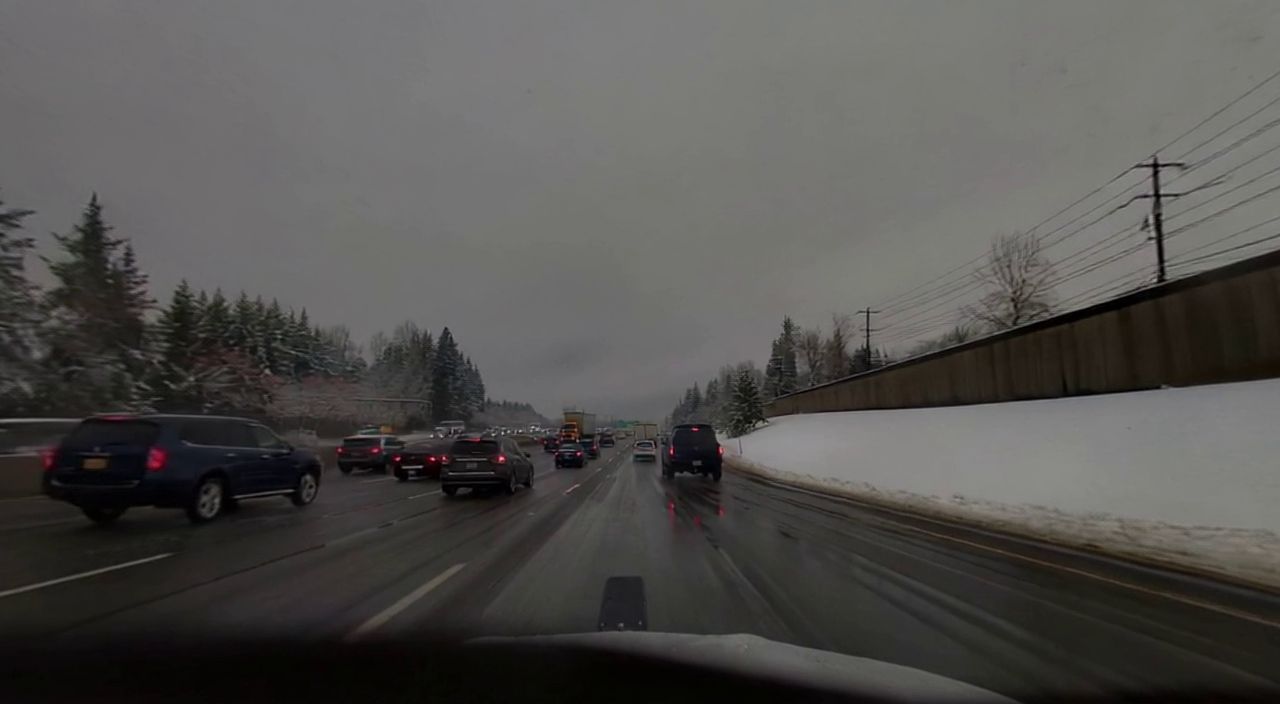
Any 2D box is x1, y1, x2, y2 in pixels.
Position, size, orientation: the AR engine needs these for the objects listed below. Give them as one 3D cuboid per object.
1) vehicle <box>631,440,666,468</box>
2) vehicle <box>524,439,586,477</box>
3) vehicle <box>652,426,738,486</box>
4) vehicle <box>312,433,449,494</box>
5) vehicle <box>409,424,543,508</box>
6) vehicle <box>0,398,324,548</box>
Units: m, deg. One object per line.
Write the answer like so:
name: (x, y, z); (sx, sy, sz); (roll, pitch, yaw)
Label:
vehicle: (0.483, 6.345, 39.483); (2.092, 1.671, 3.889); (0, -8, -1)
vehicle: (-3.666, 4.644, 28.037); (2.049, 1.530, 4.707); (0, -8, 1)
vehicle: (2.037, 4.179, 25.716); (2.793, 2.132, 5.682); (0, -8, -2)
vehicle: (-7.314, 3.170, 18.413); (1.985, 1.529, 4.710); (0, -8, 0)
vehicle: (-3.740, 2.695, 15.351); (2.026, 1.719, 4.490); (0, -8, 0)
vehicle: (-7.401, 1.819, 10.096); (2.222, 1.825, 4.640); (0, -8, 0)
